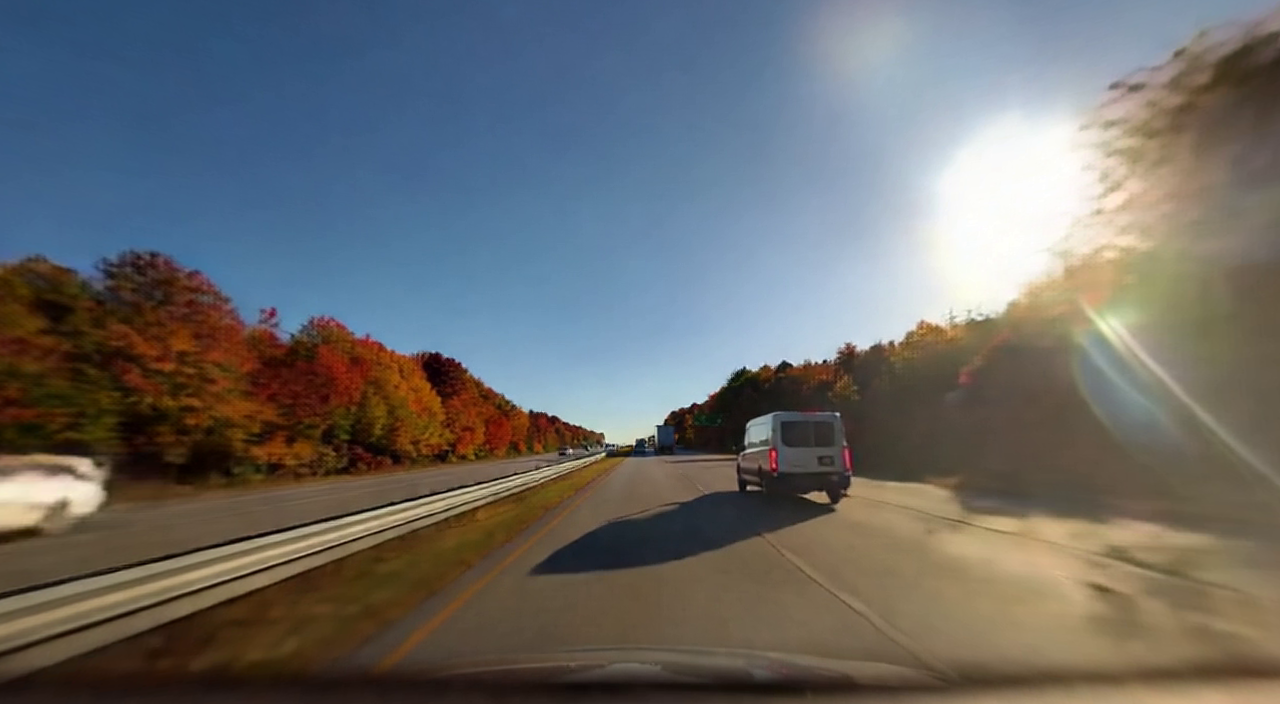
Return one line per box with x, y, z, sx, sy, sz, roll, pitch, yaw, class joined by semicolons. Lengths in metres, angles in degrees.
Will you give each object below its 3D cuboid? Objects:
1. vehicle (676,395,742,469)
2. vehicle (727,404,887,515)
4.427;5.768;44.341;3.208;4.202;15.777;0;-8;1;vehicle
3.569;2.439;14.698;2.291;2.112;5.052;0;-8;0;vehicle
